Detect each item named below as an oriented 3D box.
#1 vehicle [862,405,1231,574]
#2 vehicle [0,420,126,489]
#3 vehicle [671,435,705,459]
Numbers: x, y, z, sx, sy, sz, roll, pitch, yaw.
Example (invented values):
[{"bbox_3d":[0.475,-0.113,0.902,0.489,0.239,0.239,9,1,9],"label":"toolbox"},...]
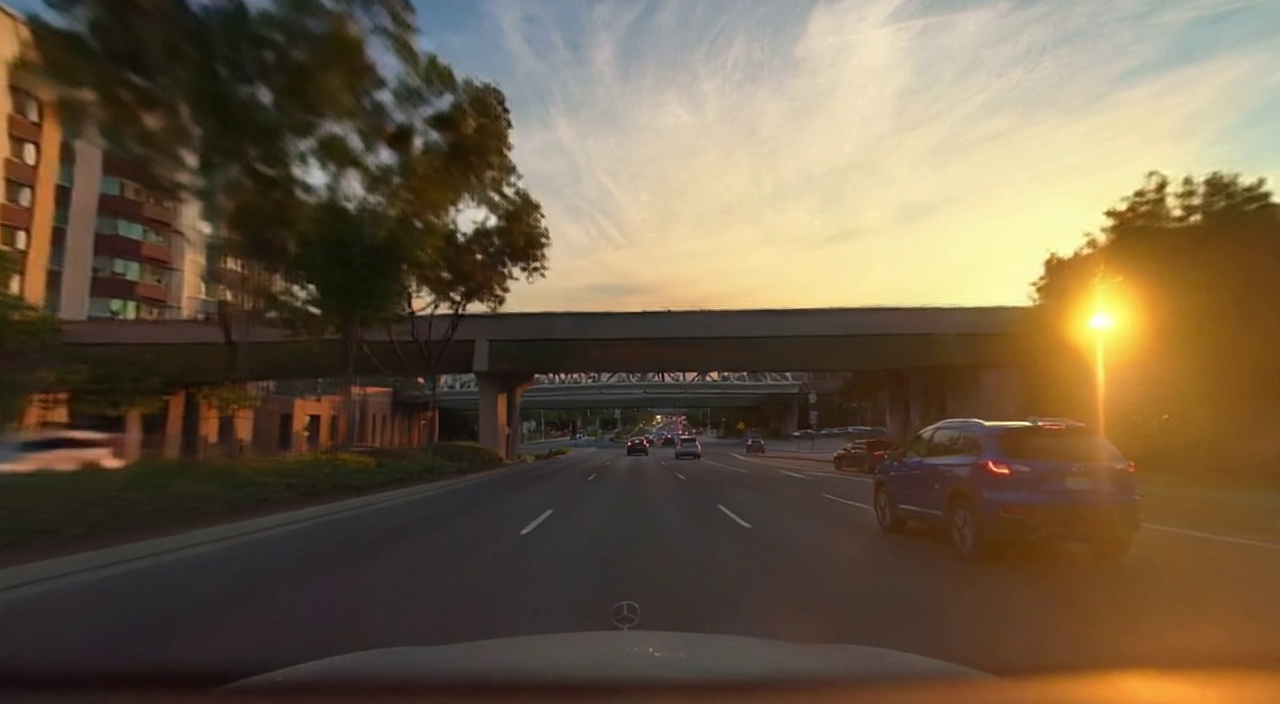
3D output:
[{"bbox_3d":[5.057,1.773,8.966,2.130,1.741,4.665,0,-8,1],"label":"vehicle"},{"bbox_3d":[-16.733,2.682,16.680,2.077,1.676,4.921,0,-8,2],"label":"vehicle"},{"bbox_3d":[3.472,6.999,46.576,2.165,1.708,3.928,0,-8,0],"label":"vehicle"}]
